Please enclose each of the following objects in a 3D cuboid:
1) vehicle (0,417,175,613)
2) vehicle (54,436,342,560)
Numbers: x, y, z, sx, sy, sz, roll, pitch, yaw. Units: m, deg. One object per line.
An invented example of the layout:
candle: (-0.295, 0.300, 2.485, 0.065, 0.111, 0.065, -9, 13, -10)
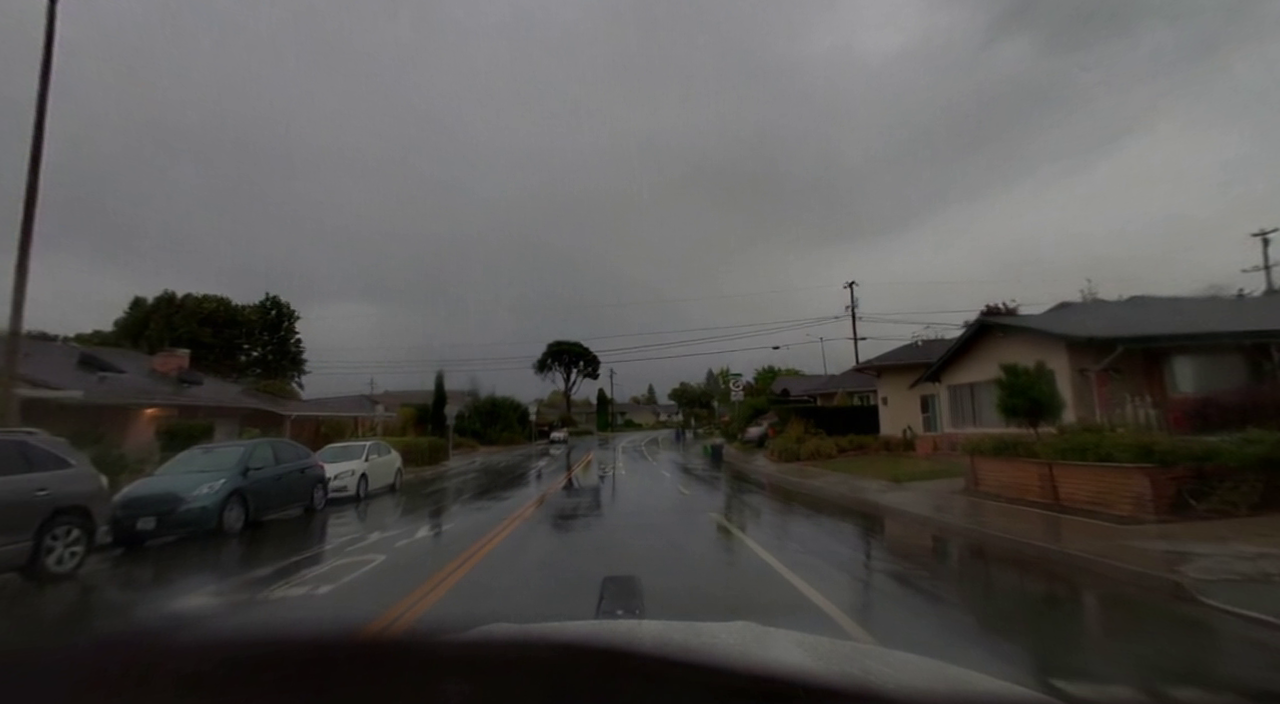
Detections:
vehicle: (-6.671, 1.444, 5.473, 1.865, 1.750, 4.507, 0, -8, -1)
vehicle: (-6.567, 2.119, 9.995, 1.777, 1.554, 3.790, 0, -8, 0)
